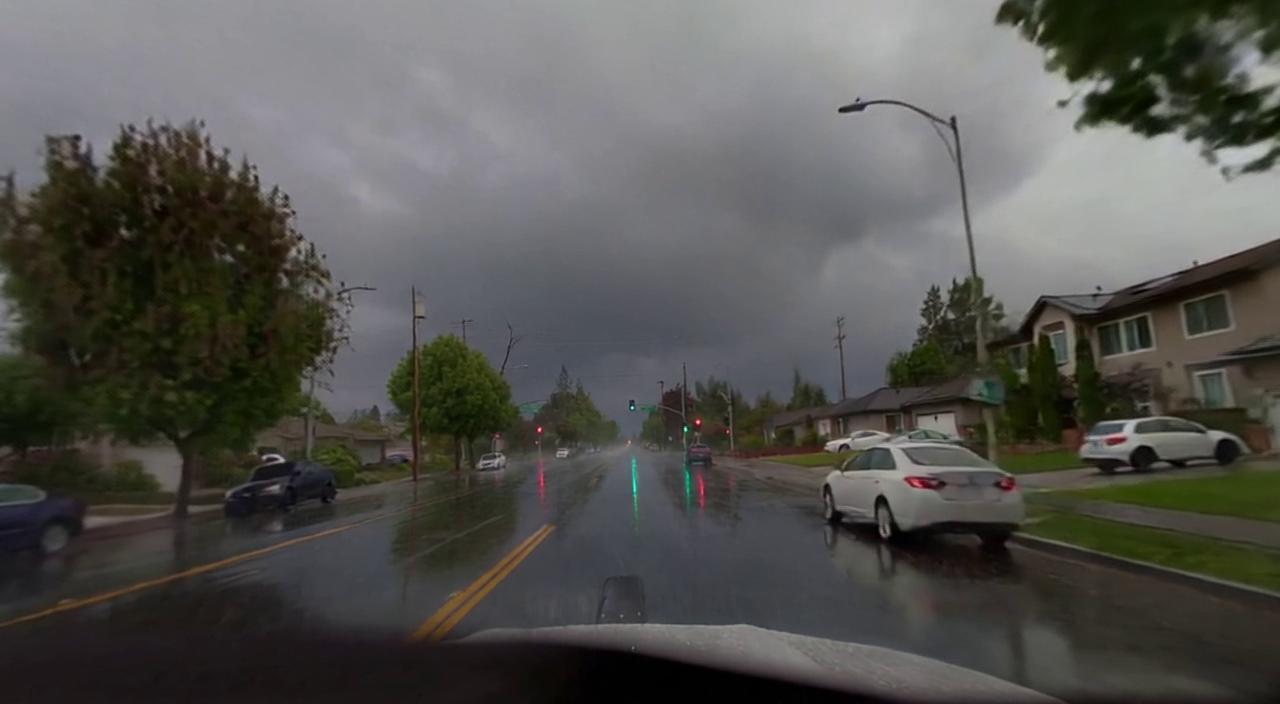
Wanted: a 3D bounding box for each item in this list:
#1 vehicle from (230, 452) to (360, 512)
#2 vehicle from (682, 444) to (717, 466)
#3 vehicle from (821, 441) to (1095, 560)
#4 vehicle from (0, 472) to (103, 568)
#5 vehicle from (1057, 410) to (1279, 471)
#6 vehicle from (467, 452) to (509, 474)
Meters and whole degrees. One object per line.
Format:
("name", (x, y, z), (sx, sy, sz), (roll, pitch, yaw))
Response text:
("vehicle", (-11.416, 4.271, 21.325), (1.977, 1.753, 4.278), (0, -8, 0))
("vehicle", (4.283, 7.503, 46.309), (1.963, 1.477, 4.804), (0, -9, -1))
("vehicle", (4.536, 2.150, 9.952), (2.063, 1.444, 4.217), (0, -8, -1))
("vehicle", (-11.350, 2.751, 10.079), (1.867, 1.471, 4.139), (0, -9, 1))
("vehicle", (14.491, 2.440, 17.347), (4.660, 1.546, 1.916), (0, -8, 0))
("vehicle", (-11.774, 8.608, 49.221), (2.029, 1.550, 4.562), (-1, -8, 1))
